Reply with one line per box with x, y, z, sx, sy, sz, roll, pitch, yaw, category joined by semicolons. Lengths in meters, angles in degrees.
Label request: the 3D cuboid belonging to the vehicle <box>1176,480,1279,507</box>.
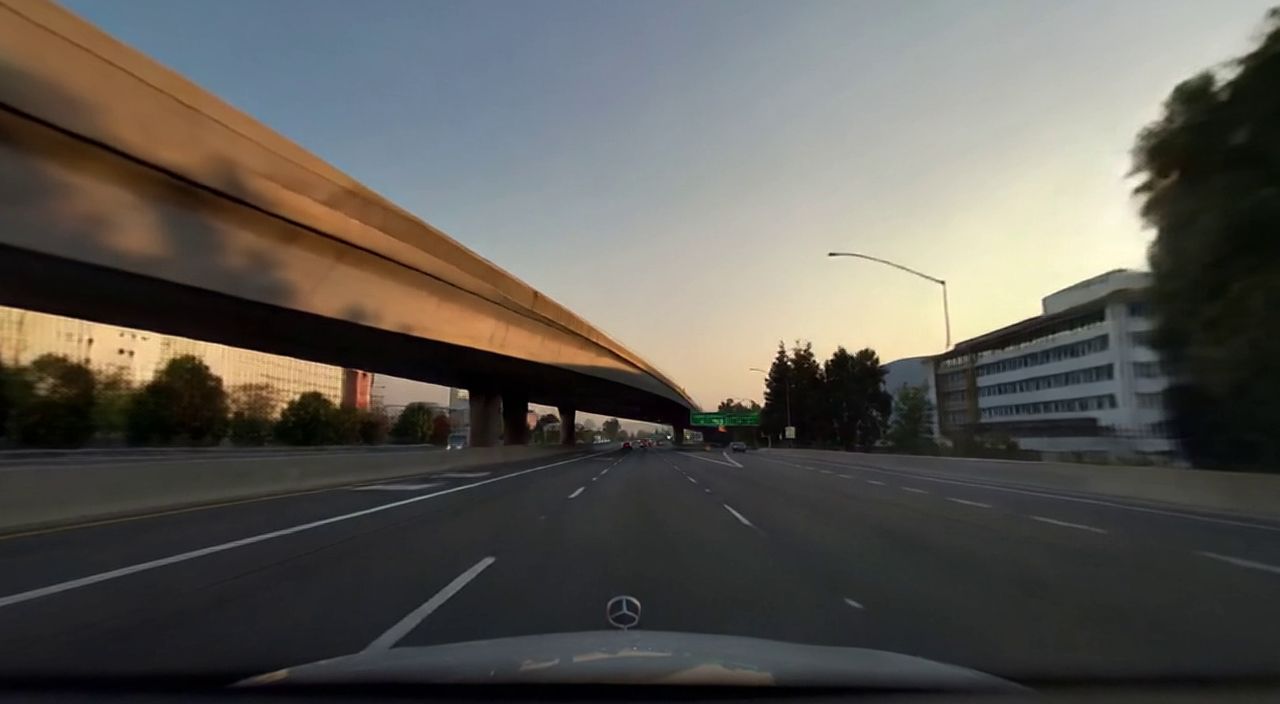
38.647;9.309;41.465;4.606;1.507;1.906;-1;-9;11;vehicle
